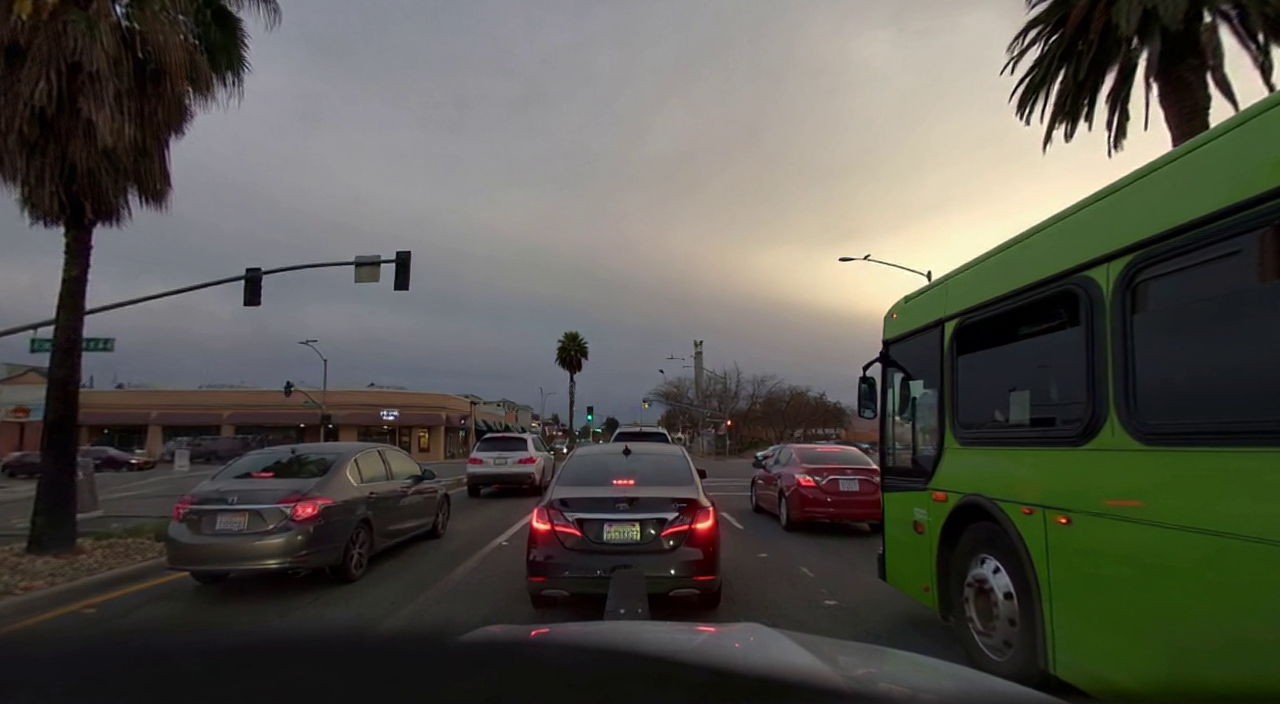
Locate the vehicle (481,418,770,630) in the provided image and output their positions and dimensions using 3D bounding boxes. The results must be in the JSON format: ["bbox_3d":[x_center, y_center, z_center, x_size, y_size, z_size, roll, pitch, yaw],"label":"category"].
[{"bbox_3d":[-0.113,1.525,6.516,2.060,1.499,3.831,0,-9,0],"label":"vehicle"}]

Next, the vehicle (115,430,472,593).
[{"bbox_3d":[-3.627,1.724,7.716,1.919,1.415,4.178,0,-9,1],"label":"vehicle"}]

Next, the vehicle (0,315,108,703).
[{"bbox_3d":[-3.567,0.469,0.314,2.145,1.824,4.974,0,-9,2],"label":"vehicle"}]

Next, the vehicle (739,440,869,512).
[{"bbox_3d":[3.720,2.881,15.216,1.989,1.467,4.364,0,-9,1],"label":"vehicle"}]
